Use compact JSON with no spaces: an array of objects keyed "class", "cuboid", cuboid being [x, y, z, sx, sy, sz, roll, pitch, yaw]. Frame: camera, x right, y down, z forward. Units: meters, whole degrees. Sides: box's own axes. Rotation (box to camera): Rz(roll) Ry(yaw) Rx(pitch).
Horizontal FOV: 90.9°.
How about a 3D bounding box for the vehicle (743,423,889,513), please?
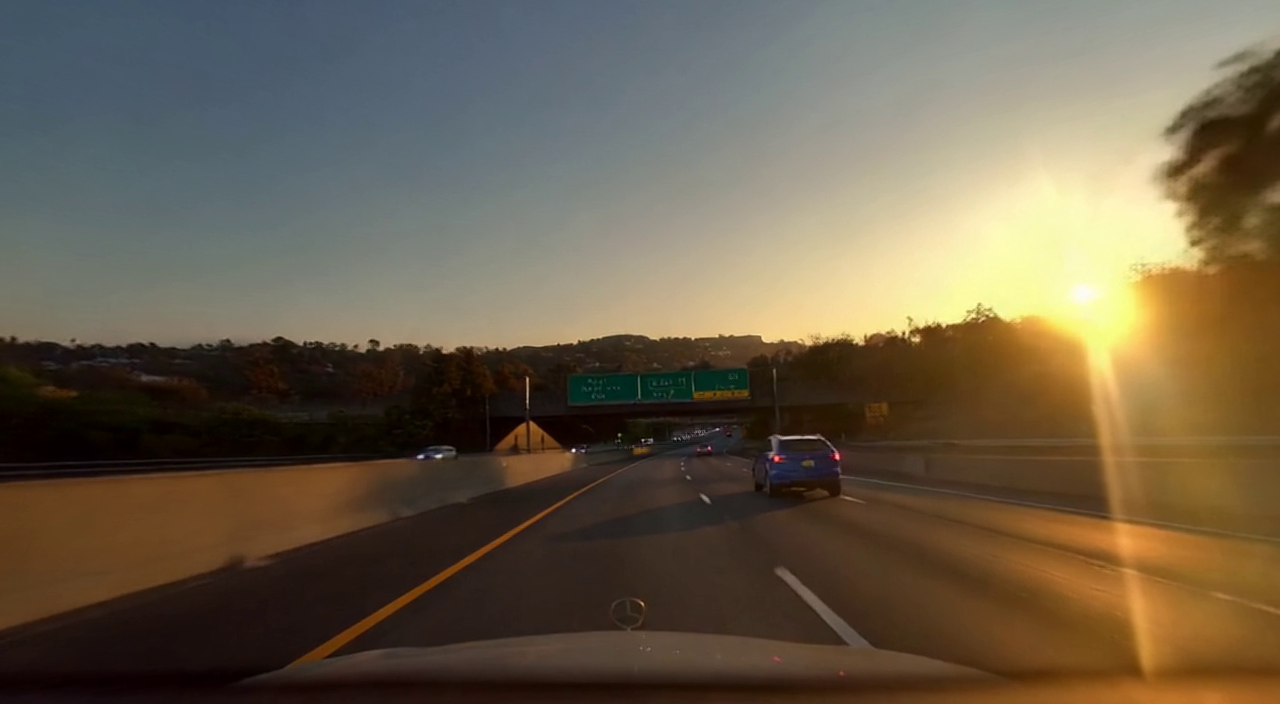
[{"class":"vehicle","cuboid":[3.805,2.599,14.591,2.143,1.730,4.303,-1,-8,0]}]
